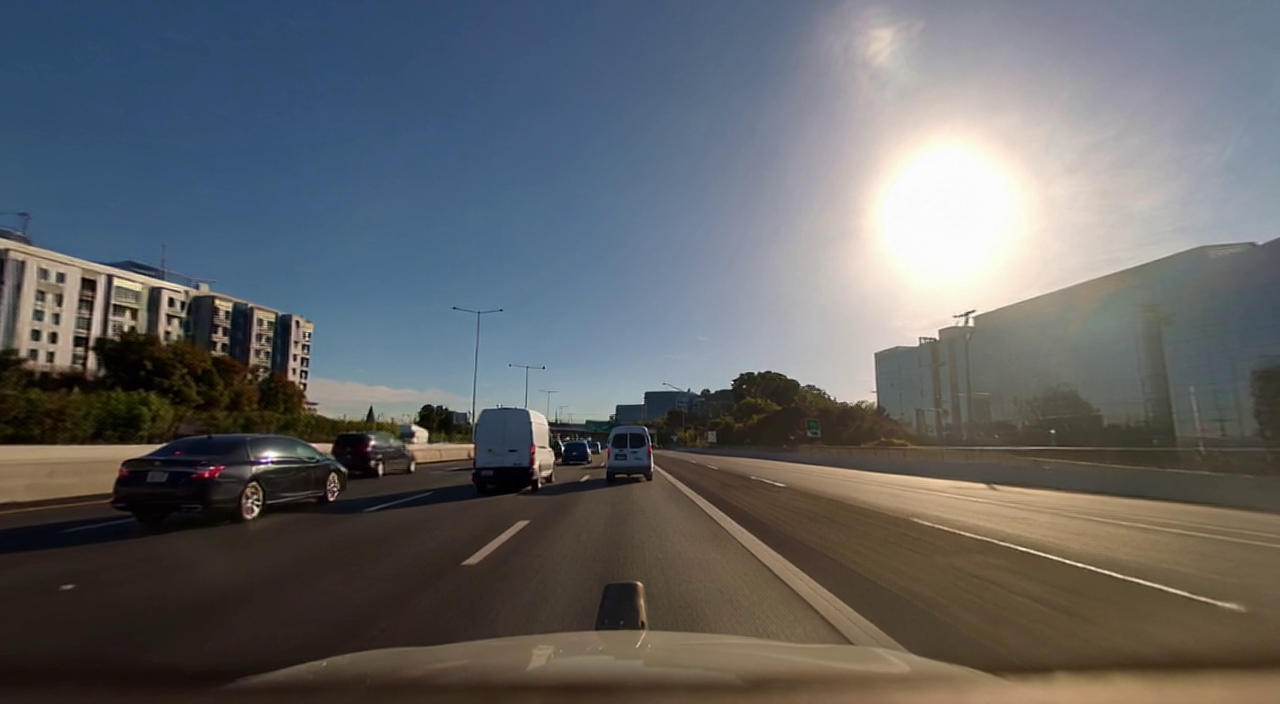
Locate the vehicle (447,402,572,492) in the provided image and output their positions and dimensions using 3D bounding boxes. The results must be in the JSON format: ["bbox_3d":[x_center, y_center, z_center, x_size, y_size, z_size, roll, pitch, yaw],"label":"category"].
[{"bbox_3d":[-3.652,2.873,19.104,2.504,2.276,5.933,0,-9,0],"label":"vehicle"}]

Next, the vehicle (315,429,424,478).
[{"bbox_3d":[-10.694,4.076,25.360,2.312,1.766,4.653,0,-9,0],"label":"vehicle"}]

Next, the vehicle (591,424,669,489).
[{"bbox_3d":[-0.284,3.282,20.012,2.207,1.807,4.199,0,-9,0],"label":"vehicle"}]

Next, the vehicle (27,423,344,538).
[{"bbox_3d":[-7.103,2.047,10.659,1.959,1.493,4.575,0,-9,0],"label":"vehicle"}]
